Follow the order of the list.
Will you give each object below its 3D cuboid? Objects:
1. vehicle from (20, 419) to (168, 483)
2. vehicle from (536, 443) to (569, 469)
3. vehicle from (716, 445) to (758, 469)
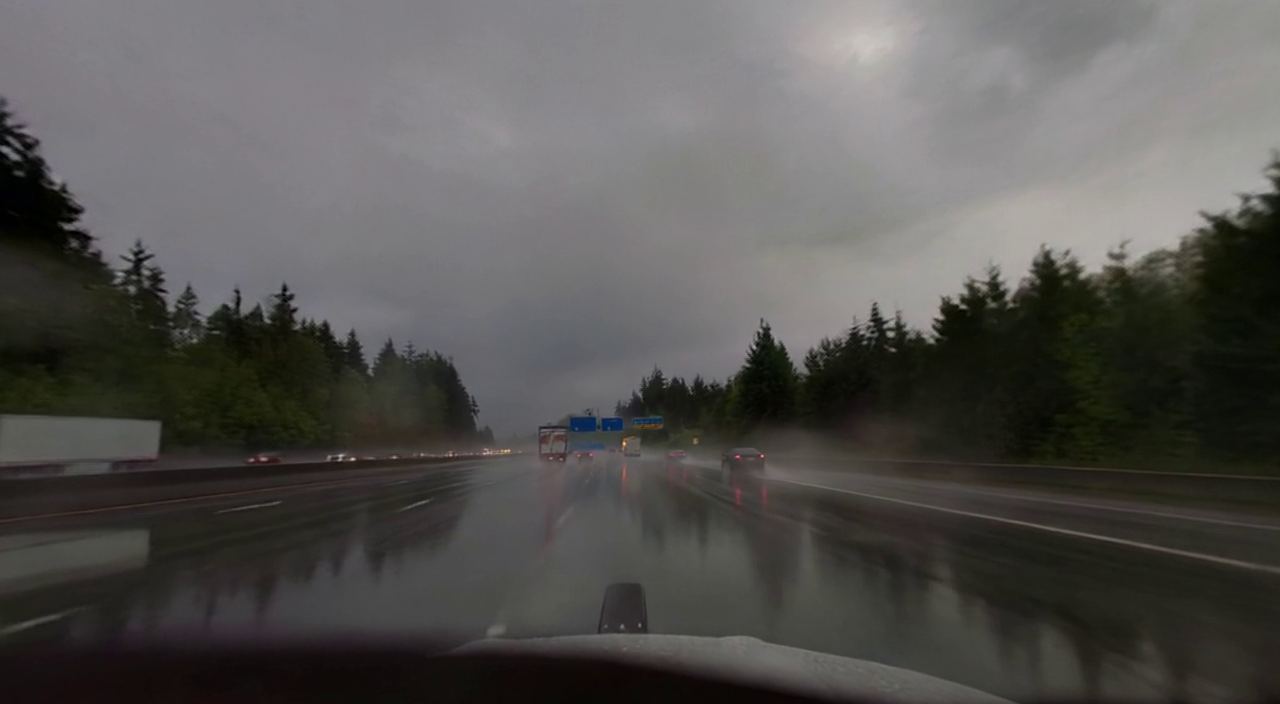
[{"bbox_3d":[-37.196,6.830,43.552,3.241,3.916,8.352,1,-9,-6],"label":"vehicle"},{"bbox_3d":[-6.593,7.897,47.850,2.167,1.847,4.097,0,-9,-4],"label":"vehicle"},{"bbox_3d":[6.684,7.299,43.902,1.989,1.591,4.348,0,-9,-4],"label":"vehicle"}]
